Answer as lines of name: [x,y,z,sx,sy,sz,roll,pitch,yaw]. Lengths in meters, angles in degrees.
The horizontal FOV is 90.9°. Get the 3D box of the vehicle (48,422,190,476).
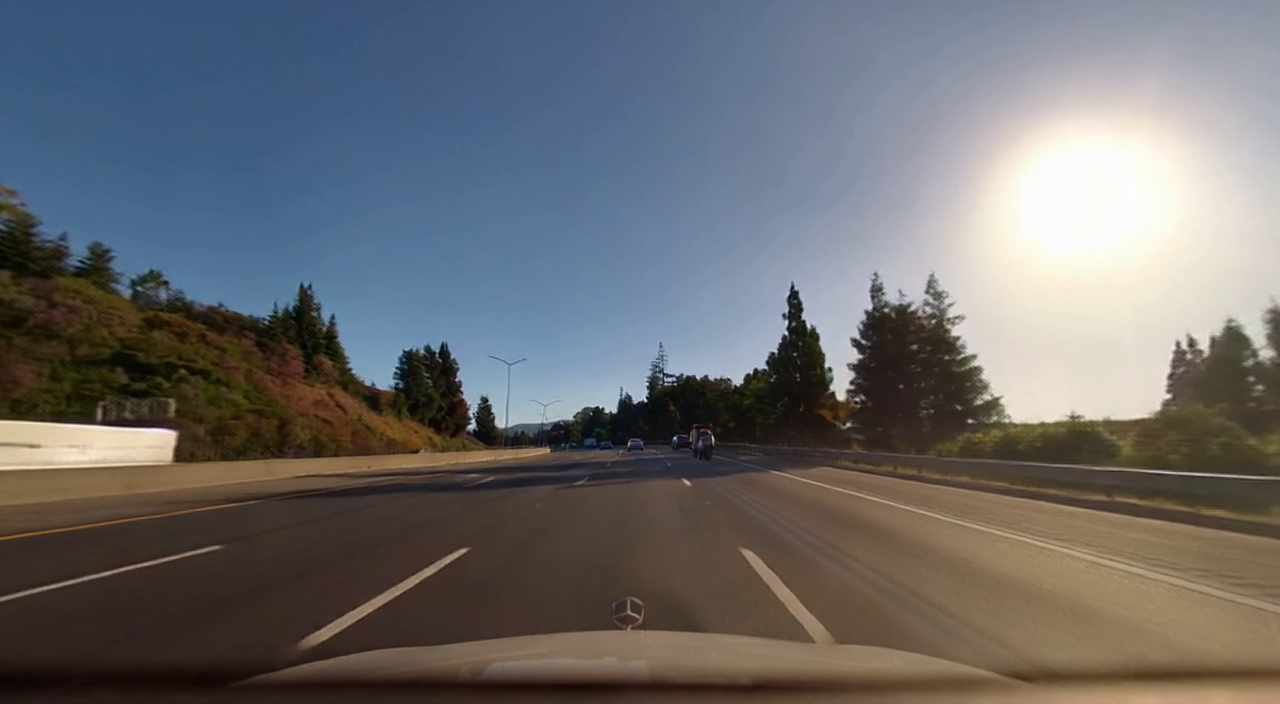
vehicle: [-35.304,6.610,43.256,2.651,3.367,7.994,0,-8,2]
